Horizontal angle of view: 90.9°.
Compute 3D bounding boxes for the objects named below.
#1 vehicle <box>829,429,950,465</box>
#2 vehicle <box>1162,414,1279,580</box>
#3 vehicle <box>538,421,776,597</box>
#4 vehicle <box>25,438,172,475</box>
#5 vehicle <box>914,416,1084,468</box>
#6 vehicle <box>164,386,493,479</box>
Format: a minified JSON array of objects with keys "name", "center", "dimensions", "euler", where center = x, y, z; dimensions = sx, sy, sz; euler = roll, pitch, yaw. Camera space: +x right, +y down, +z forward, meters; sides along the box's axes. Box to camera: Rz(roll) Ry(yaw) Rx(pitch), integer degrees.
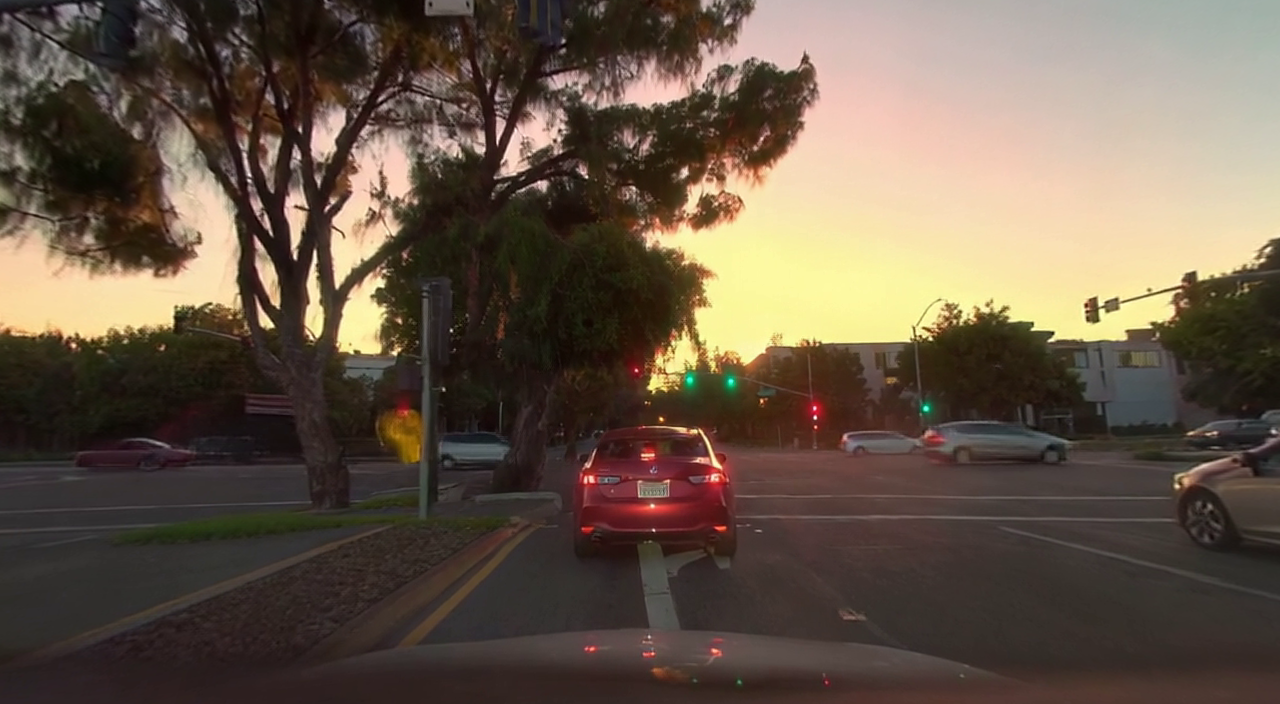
[{"name":"vehicle","center":[10.537,4.022,26.846],"dimensions":[4.399,1.445,1.769],"euler":[0,-9,1]},{"name":"vehicle","center":[7.072,1.257,5.151],"dimensions":[1.901,1.577,4.348],"euler":[0,-8,1]},{"name":"vehicle","center":[0.102,1.633,7.408],"dimensions":[2.041,1.485,3.813],"euler":[0,-8,-1]},{"name":"vehicle","center":[-23.043,4.452,26.963],"dimensions":[4.517,1.471,1.854],"euler":[0,-8,0]},{"name":"vehicle","center":[13.001,3.303,23.115],"dimensions":[4.921,1.757,2.036],"euler":[0,-8,1]},{"name":"vehicle","center":[-11.069,2.976,23.208],"dimensions":[10.544,3.126,2.909],"euler":[-1,-8,1]}]
